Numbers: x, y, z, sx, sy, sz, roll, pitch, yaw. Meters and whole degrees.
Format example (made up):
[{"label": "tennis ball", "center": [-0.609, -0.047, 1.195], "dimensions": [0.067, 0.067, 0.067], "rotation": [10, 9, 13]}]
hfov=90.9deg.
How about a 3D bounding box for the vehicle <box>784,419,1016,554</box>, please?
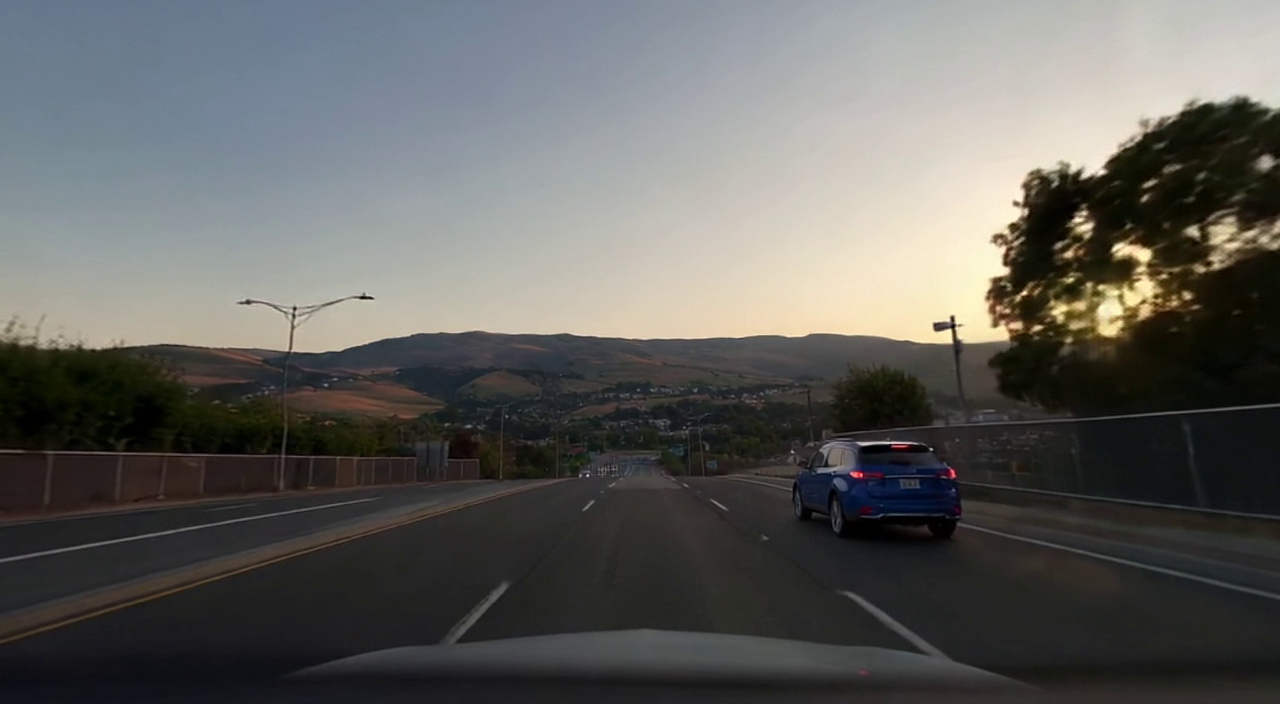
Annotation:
[{"label": "vehicle", "center": [3.874, 2.068, 10.410], "dimensions": [1.989, 1.730, 4.324], "rotation": [0, -8, 0]}]
